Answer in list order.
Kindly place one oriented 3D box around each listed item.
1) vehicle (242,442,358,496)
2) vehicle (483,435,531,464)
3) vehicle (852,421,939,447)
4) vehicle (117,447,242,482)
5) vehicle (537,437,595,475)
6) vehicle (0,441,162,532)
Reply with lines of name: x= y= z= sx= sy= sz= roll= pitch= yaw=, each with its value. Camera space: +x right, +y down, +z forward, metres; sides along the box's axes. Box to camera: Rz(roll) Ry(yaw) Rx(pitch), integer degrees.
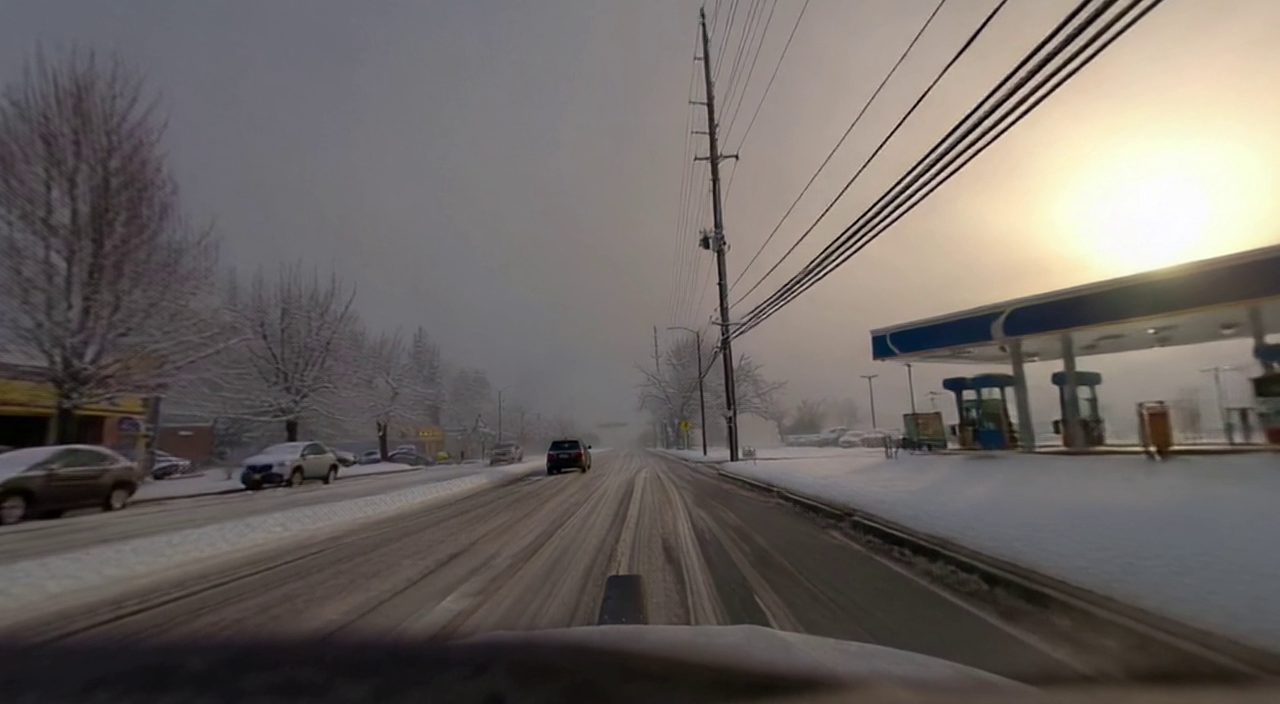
vehicle: x=-15.035 y=5.141 z=28.287 sx=2.353 sy=2.144 sz=4.847 roll=-1 pitch=-8 yaw=2
vehicle: x=-10.190 y=7.510 z=48.779 sx=2.437 sy=2.069 sz=5.159 roll=-1 pitch=-8 yaw=2
vehicle: x=17.173 y=5.532 z=42.532 sx=4.943 sy=1.646 sz=2.072 roll=0 pitch=-8 yaw=-2
vehicle: x=-23.785 y=5.805 z=32.757 sx=4.687 sy=1.696 sz=2.269 roll=0 pitch=-8 yaw=0
vehicle: x=-3.119 y=4.462 z=27.309 sx=2.073 sy=1.525 sz=3.968 roll=0 pitch=-8 yaw=-1
vehicle: x=-16.016 y=3.488 z=17.084 sx=2.336 sy=2.092 sz=4.625 roll=0 pitch=-8 yaw=1
